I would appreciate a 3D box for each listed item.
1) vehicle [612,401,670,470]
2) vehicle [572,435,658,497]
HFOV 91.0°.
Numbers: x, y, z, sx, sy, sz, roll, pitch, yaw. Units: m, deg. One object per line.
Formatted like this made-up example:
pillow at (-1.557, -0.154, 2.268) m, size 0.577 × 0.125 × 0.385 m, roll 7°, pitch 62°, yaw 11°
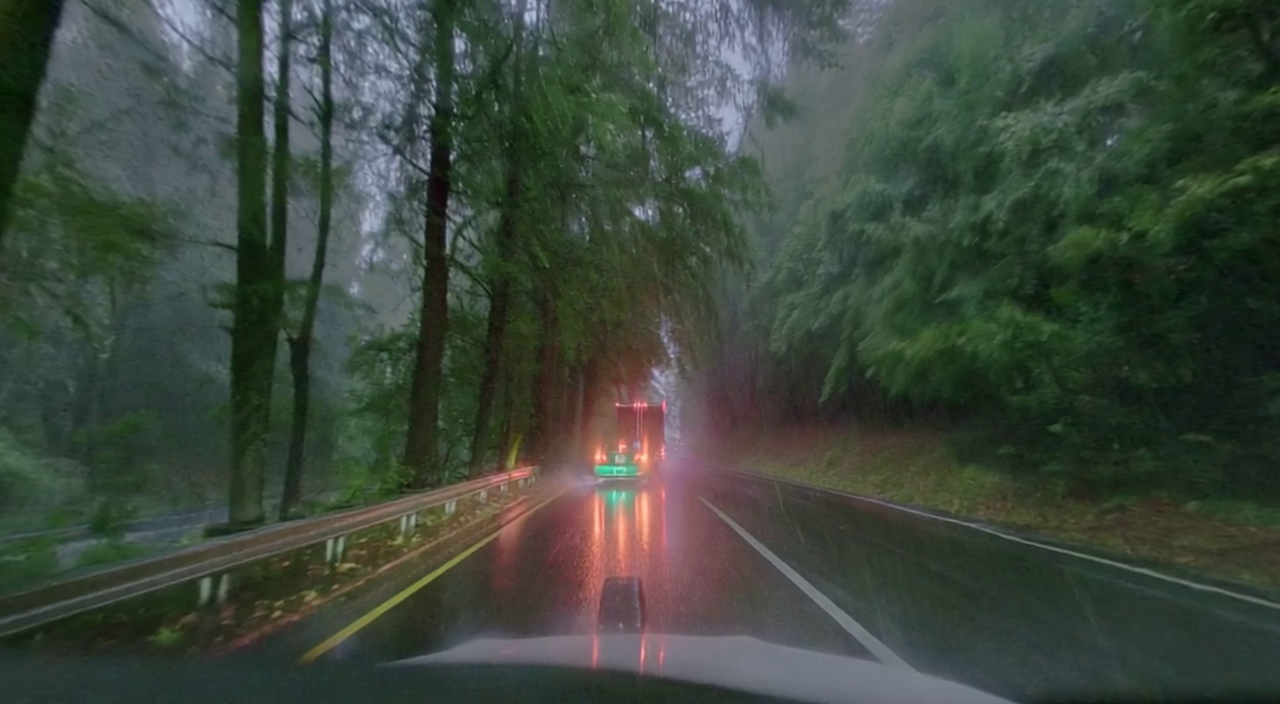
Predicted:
vehicle at (-0.012, 5.338, 39.513) m, size 3.085 × 3.682 × 11.755 m, roll 0°, pitch -9°, yaw -1°
vehicle at (-0.597, 3.097, 17.445) m, size 2.076 × 1.490 × 4.078 m, roll 0°, pitch -9°, yaw 0°
